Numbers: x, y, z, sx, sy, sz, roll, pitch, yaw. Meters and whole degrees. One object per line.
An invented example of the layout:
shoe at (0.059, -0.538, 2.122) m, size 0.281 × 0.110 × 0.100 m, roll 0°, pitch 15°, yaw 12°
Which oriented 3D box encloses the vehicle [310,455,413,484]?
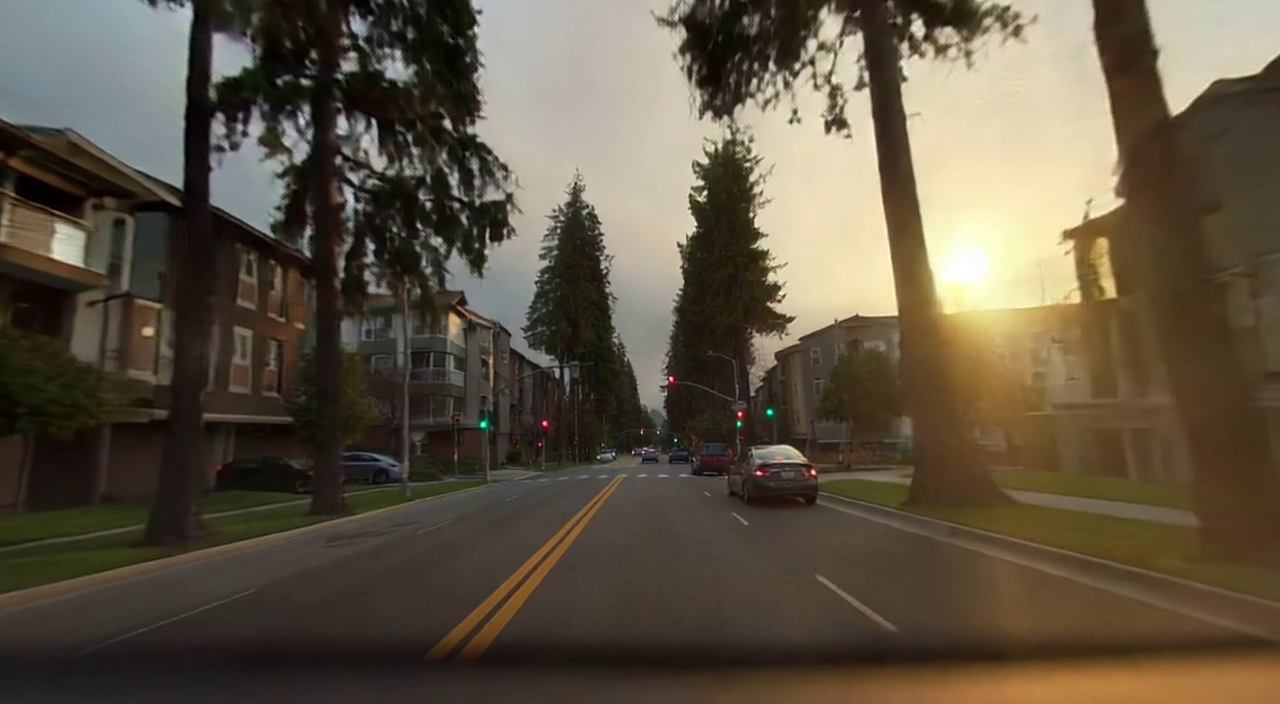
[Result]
vehicle at (-15.202, 6.413, 34.547) m, size 4.727 × 1.483 × 2.002 m, roll -1°, pitch -8°, yaw 3°

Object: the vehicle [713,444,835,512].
vehicle at (3.254, 3.147, 16.398) m, size 2.078 × 1.488 × 4.741 m, roll 0°, pitch -8°, yaw -1°

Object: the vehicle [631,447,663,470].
vehicle at (0.460, 7.404, 44.051) m, size 2.097 × 1.463 × 4.043 m, roll 0°, pitch -8°, yaw -1°

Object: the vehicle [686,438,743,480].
vehicle at (3.535, 5.139, 30.650) m, size 2.199 × 1.872 × 4.513 m, roll 0°, pitch -8°, yaw 0°
